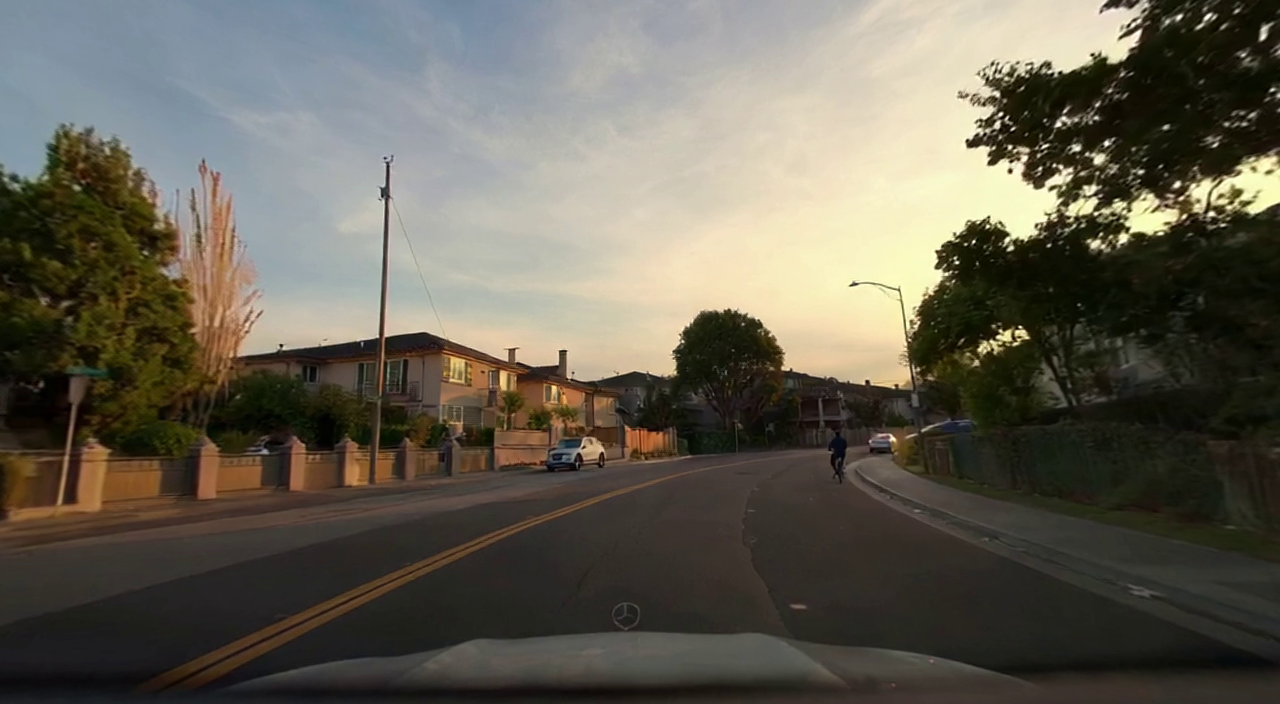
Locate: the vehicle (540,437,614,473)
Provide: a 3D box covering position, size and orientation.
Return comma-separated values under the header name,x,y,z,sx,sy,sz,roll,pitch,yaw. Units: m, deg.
name,x,y,z,sx,sy,sz,roll,pitch,yaw
vehicle,-3.090,5.174,31.901,1.937,1.670,4.391,-3,-9,20
